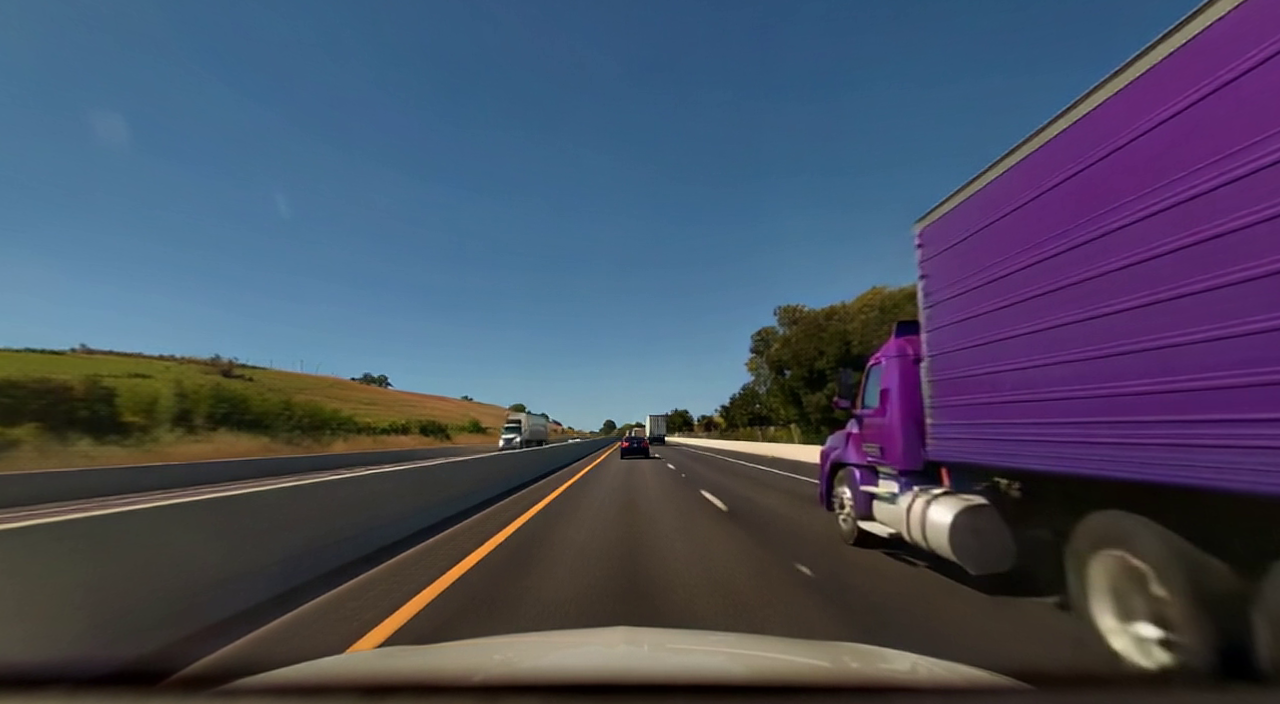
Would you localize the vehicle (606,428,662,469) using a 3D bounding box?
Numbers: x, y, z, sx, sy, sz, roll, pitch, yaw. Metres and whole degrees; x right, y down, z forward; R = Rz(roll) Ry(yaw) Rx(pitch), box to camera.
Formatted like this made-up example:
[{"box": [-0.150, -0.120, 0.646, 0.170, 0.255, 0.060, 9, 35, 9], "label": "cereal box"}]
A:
[{"box": [-0.275, 4.097, 26.981, 2.216, 1.623, 4.220, 0, -8, -1], "label": "vehicle"}]
